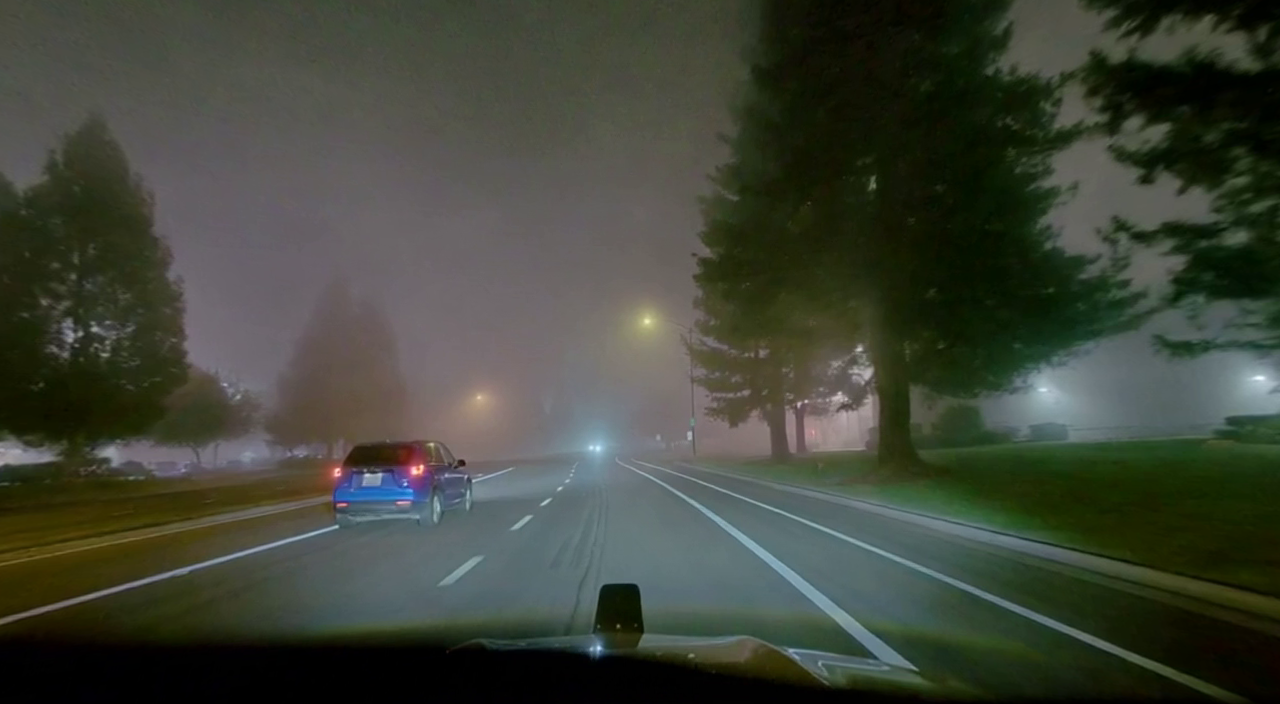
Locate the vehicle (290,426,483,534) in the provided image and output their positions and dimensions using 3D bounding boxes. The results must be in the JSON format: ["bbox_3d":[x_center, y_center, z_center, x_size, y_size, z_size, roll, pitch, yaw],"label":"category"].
[{"bbox_3d":[-4.652,2.407,12.480,2.121,1.724,4.392,0,-9,-2],"label":"vehicle"}]
